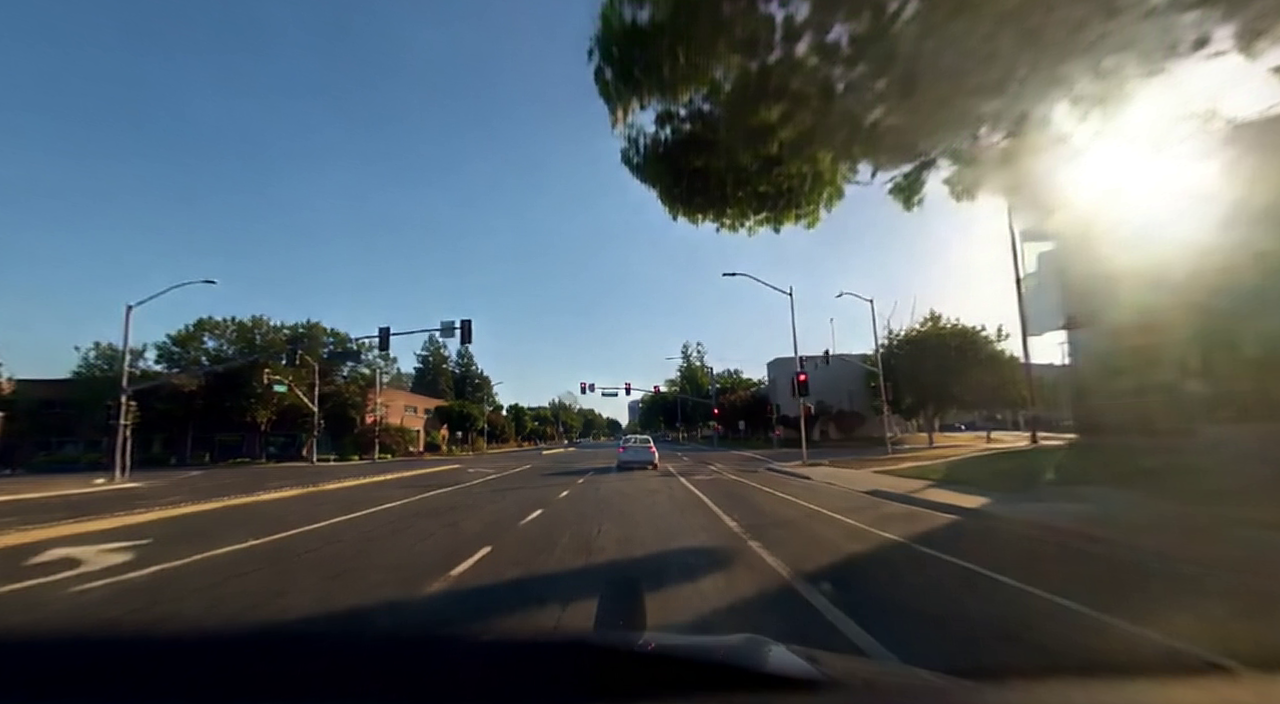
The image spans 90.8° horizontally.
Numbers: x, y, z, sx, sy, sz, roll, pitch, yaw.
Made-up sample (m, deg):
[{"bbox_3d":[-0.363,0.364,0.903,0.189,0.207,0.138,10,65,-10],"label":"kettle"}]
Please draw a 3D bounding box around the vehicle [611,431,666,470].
[{"bbox_3d":[-0.092,4.092,26.282,2.107,1.470,3.974,0,-9,-1],"label":"vehicle"}]
